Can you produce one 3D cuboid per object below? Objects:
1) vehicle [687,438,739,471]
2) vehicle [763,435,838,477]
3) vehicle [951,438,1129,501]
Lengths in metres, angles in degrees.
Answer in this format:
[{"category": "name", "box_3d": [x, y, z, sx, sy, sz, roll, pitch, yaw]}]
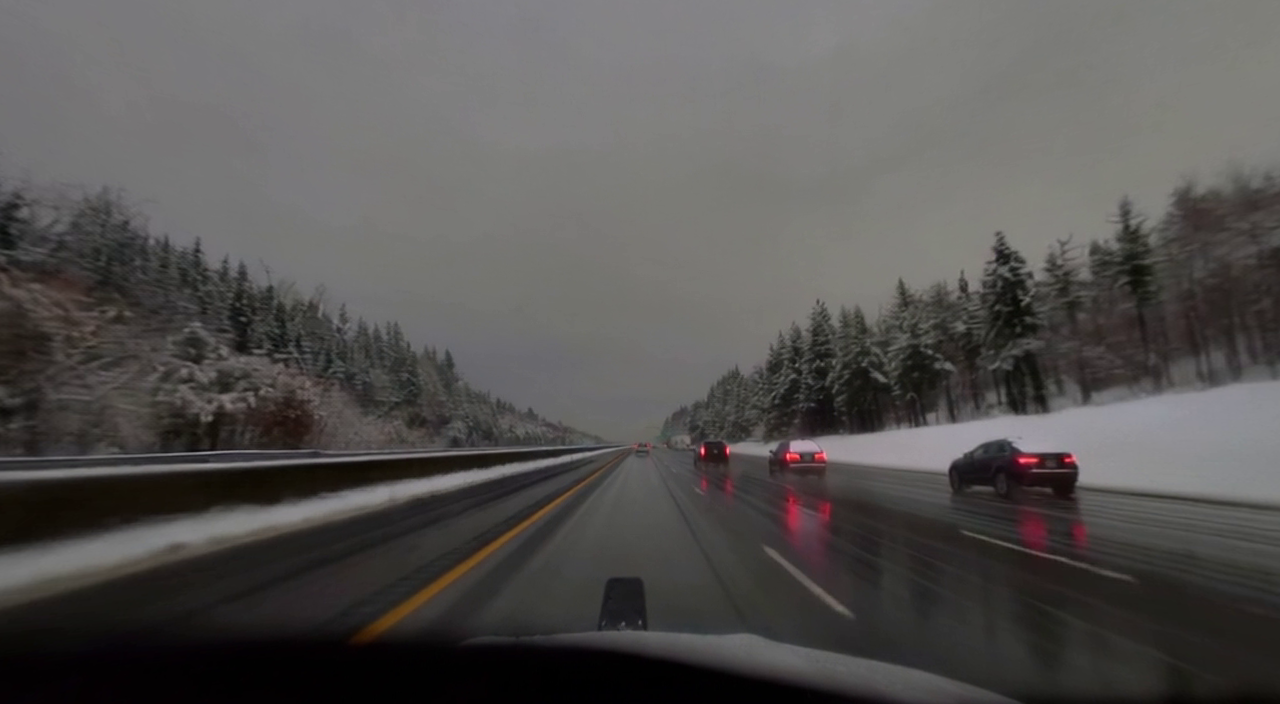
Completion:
[{"category": "vehicle", "box_3d": [3.909, 5.590, 34.541, 2.326, 1.644, 4.206, 0, -9, 0]}, {"category": "vehicle", "box_3d": [7.227, 4.744, 28.944, 2.178, 1.749, 4.570, 0, -9, -1]}, {"category": "vehicle", "box_3d": [10.740, 3.170, 17.431, 1.970, 1.479, 4.480, 0, -9, 0]}]
